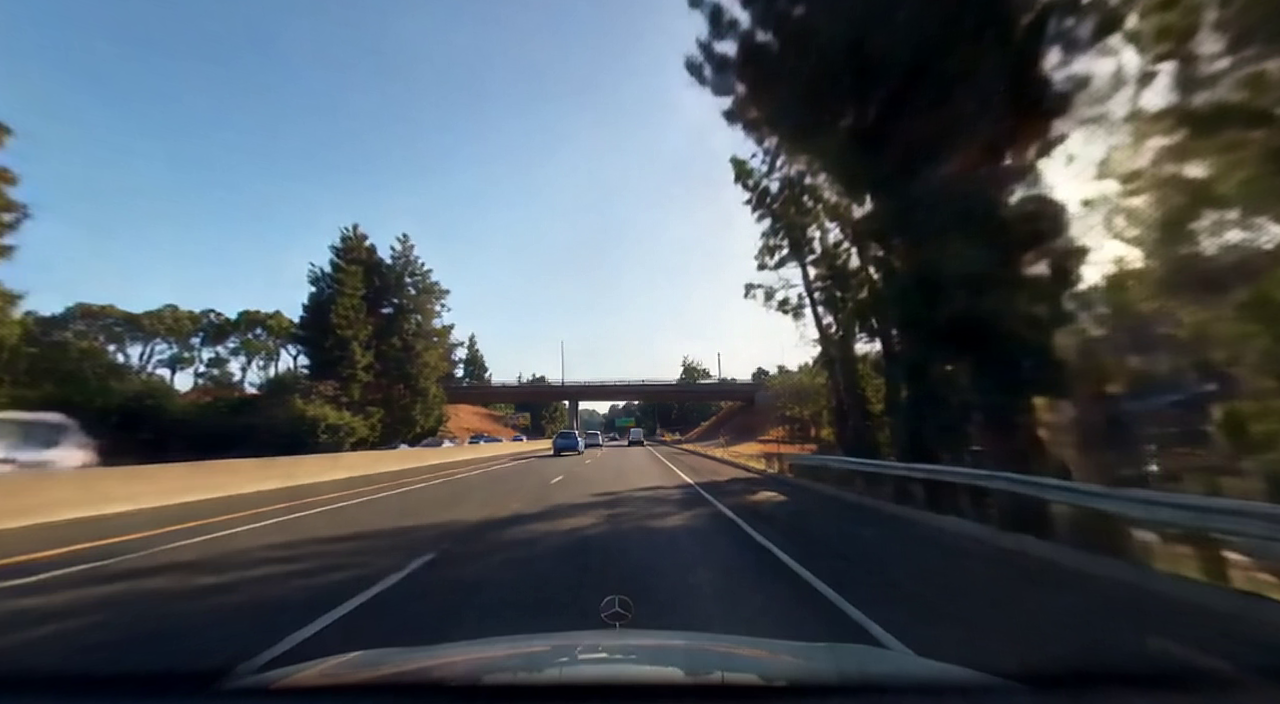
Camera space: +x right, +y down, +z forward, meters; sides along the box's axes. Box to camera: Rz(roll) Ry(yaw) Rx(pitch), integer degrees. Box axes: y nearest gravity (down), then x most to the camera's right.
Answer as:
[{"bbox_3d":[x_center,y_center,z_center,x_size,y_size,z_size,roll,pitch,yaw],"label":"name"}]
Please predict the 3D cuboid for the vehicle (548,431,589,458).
[{"bbox_3d":[-4.402,5.787,39.529,2.169,1.588,4.264,0,-8,-1],"label":"vehicle"}]

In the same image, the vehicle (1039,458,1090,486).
[{"bbox_3d":[28.013,7.870,41.697,2.033,1.565,4.672,-4,-9,25],"label":"vehicle"}]
